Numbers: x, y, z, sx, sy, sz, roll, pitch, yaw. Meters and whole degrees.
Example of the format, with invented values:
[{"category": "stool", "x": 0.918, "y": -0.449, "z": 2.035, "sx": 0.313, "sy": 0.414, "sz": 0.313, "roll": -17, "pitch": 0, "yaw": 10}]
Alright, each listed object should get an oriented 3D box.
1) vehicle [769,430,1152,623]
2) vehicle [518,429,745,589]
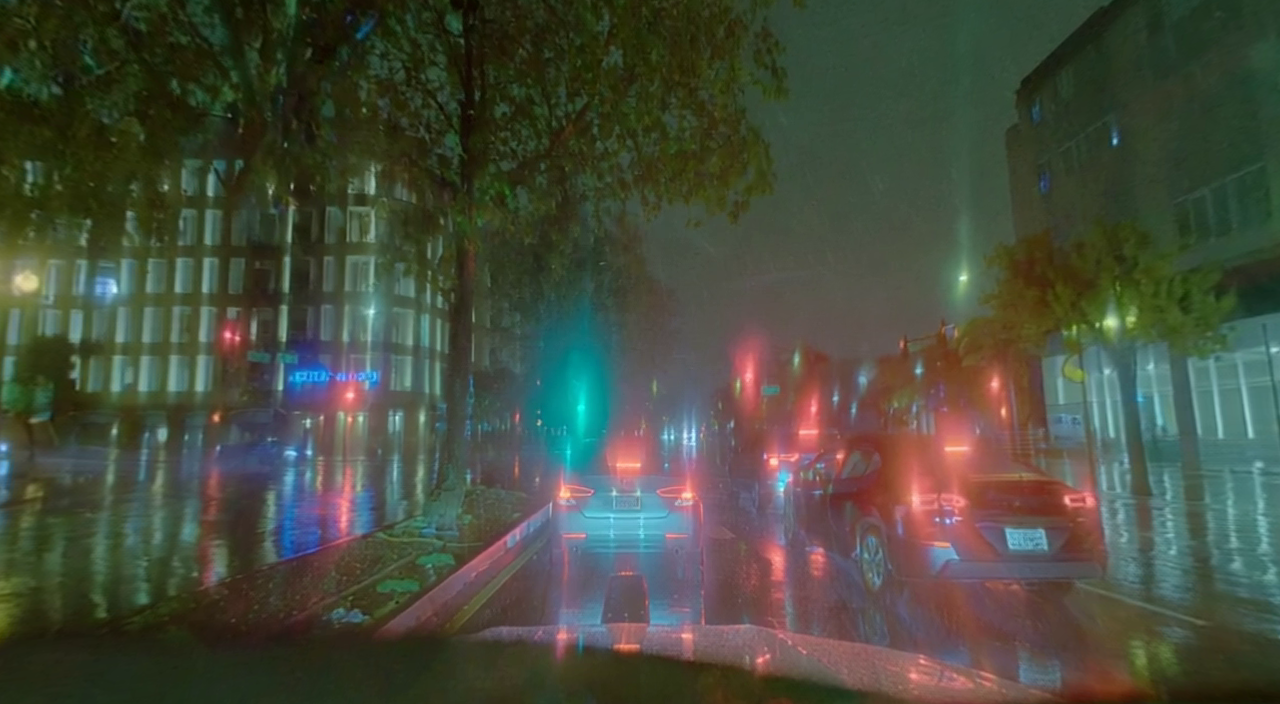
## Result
[{"category": "vehicle", "x": 2.906, "y": 1.650, "z": 7.010, "sx": 1.893, "sy": 1.446, "sz": 4.270, "roll": 0, "pitch": -8, "yaw": -2}, {"category": "vehicle", "x": -0.090, "y": 1.756, "z": 7.940, "sx": 2.087, "sy": 1.456, "sz": 4.143, "roll": 0, "pitch": -8, "yaw": 0}]
